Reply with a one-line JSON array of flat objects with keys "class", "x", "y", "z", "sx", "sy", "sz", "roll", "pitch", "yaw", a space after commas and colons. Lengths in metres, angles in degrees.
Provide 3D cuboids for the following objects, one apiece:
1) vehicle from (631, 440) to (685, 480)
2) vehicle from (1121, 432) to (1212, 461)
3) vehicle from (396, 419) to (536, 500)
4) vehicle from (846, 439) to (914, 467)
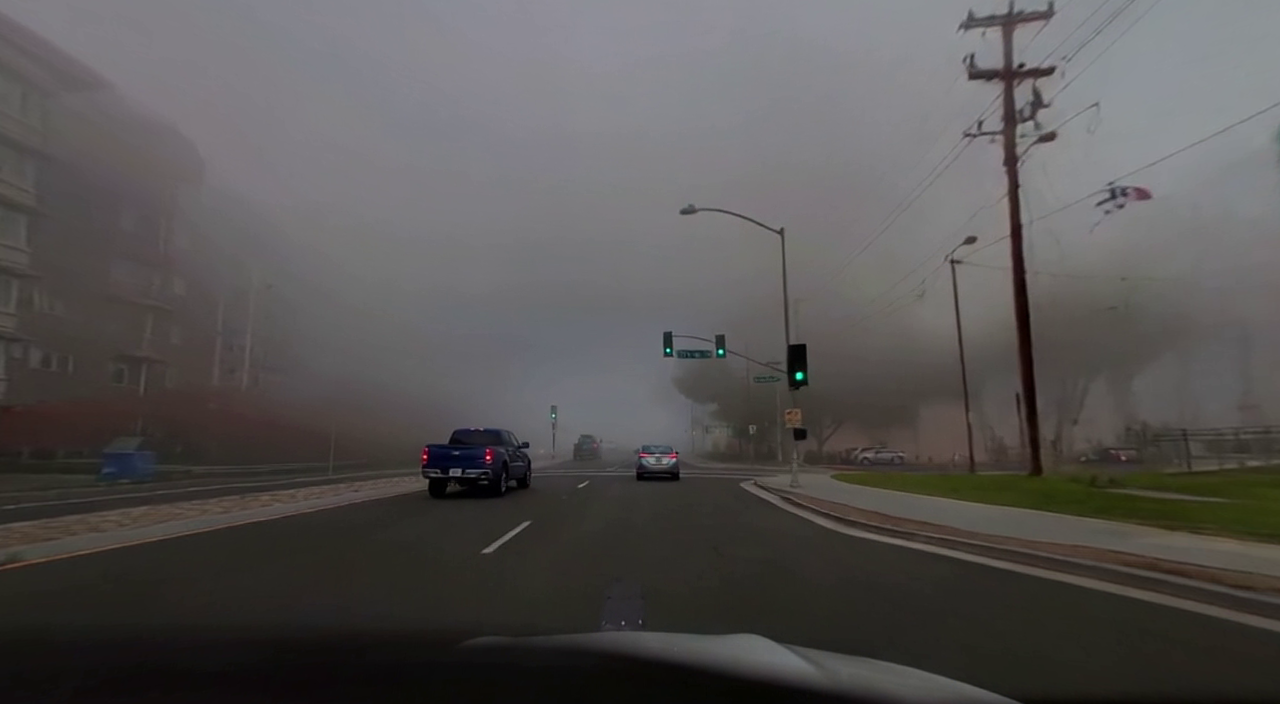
[{"class": "vehicle", "x": 0.799, "y": 4.600, "z": 26.992, "sx": 2.122, "sy": 1.562, "sz": 4.152, "roll": -1, "pitch": -8, "yaw": 2}, {"class": "vehicle", "x": 40.829, "y": 7.329, "z": 48.711, "sx": 5.530, "sy": 1.797, "sz": 2.108, "roll": -3, "pitch": -8, "yaw": -9}, {"class": "vehicle", "x": -4.656, "y": 3.012, "z": 18.024, "sx": 2.187, "sy": 1.904, "sz": 6.103, "roll": 0, "pitch": -8, "yaw": 1}, {"class": "vehicle", "x": 18.741, "y": 7.898, "z": 49.160, "sx": 4.295, "sy": 1.787, "sz": 2.187, "roll": -4, "pitch": -8, "yaw": 0}]
